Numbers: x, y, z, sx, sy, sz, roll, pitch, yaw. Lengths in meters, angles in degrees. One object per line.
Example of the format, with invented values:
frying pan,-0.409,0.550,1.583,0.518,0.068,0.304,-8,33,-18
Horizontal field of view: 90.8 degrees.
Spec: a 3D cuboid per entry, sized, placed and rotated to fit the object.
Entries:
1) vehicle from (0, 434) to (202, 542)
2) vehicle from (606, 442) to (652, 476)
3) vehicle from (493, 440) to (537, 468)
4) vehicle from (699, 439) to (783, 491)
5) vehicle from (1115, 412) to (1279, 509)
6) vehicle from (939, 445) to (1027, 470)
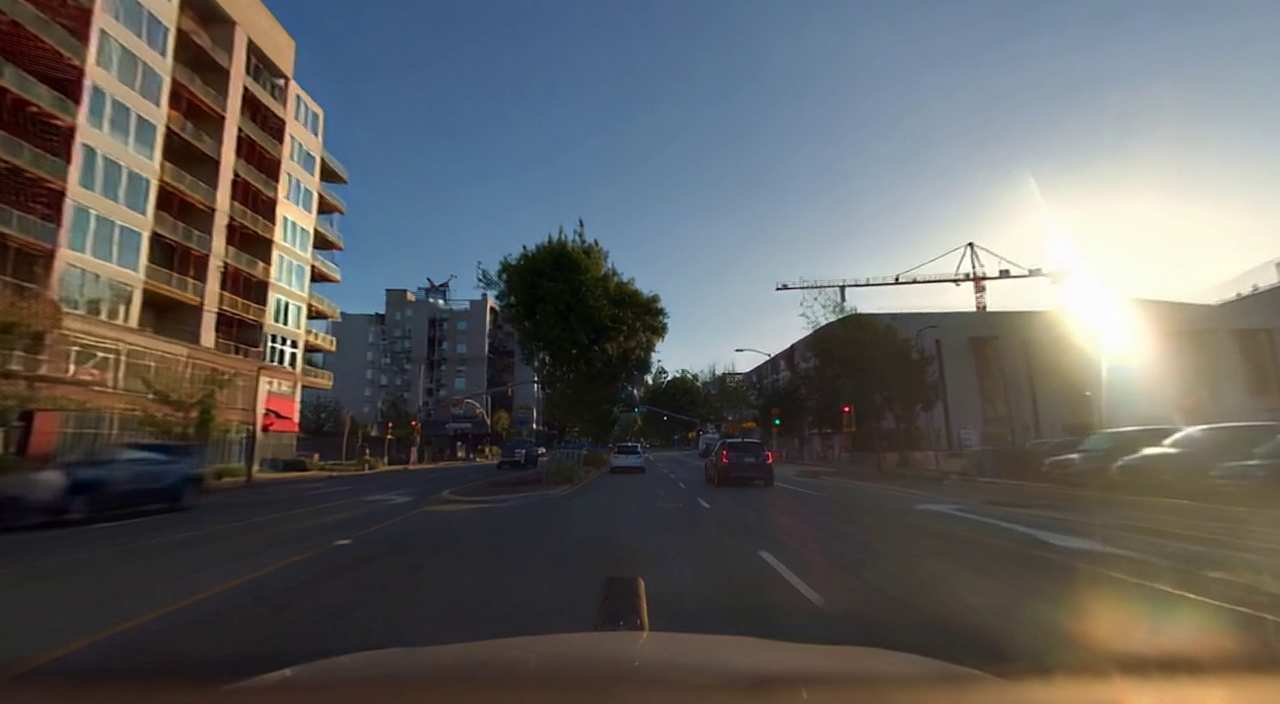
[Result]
vehicle,-10.831,2.416,11.855,1.973,1.646,4.427,-1,-8,1
vehicle,-0.522,5.034,29.837,2.006,1.487,3.535,0,-8,-1
vehicle,-8.731,7.157,44.422,2.111,1.832,4.778,0,-8,0
vehicle,3.146,3.609,20.486,1.910,1.474,4.003,0,-8,-2
vehicle,13.671,2.352,13.956,4.651,1.923,2.045,0,-8,-1
vehicle,19.046,5.868,35.205,3.839,1.281,1.836,0,-9,0
